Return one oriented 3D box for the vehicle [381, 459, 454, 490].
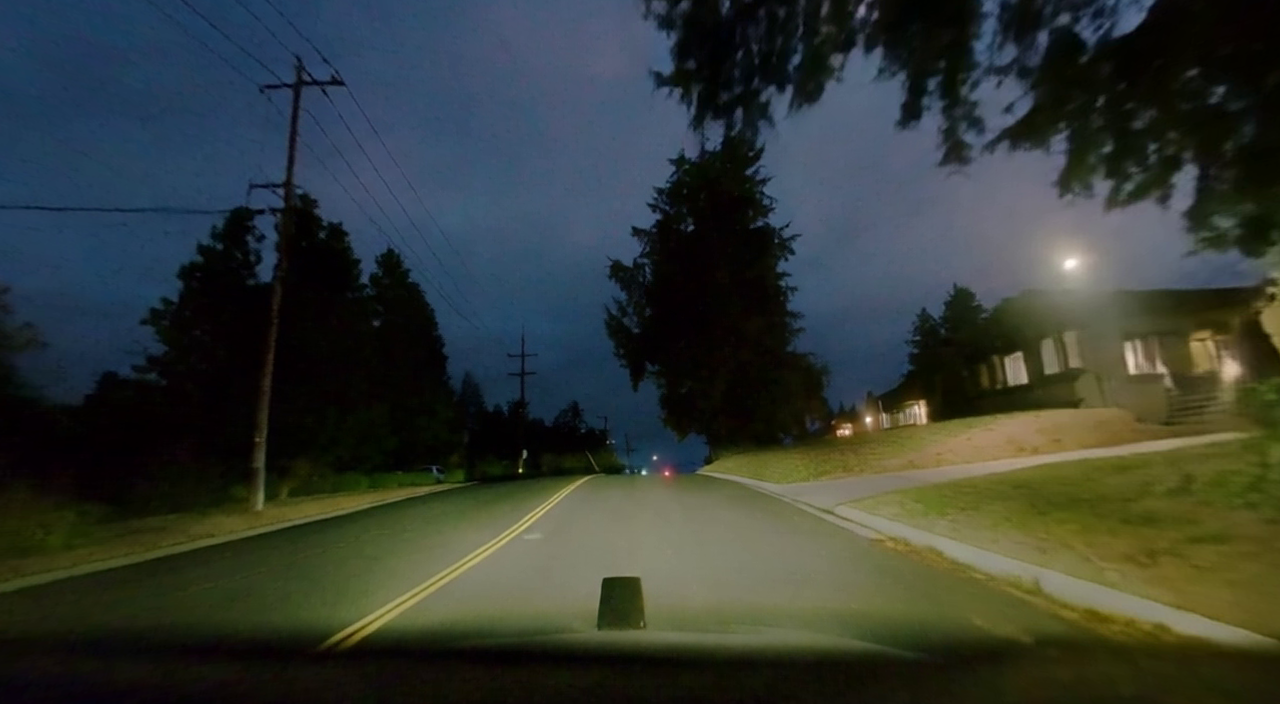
[{"bbox_3d":[-16.620,9.227,47.572,2.301,2.081,6.706,-3,-11,8],"label":"vehicle"}]
